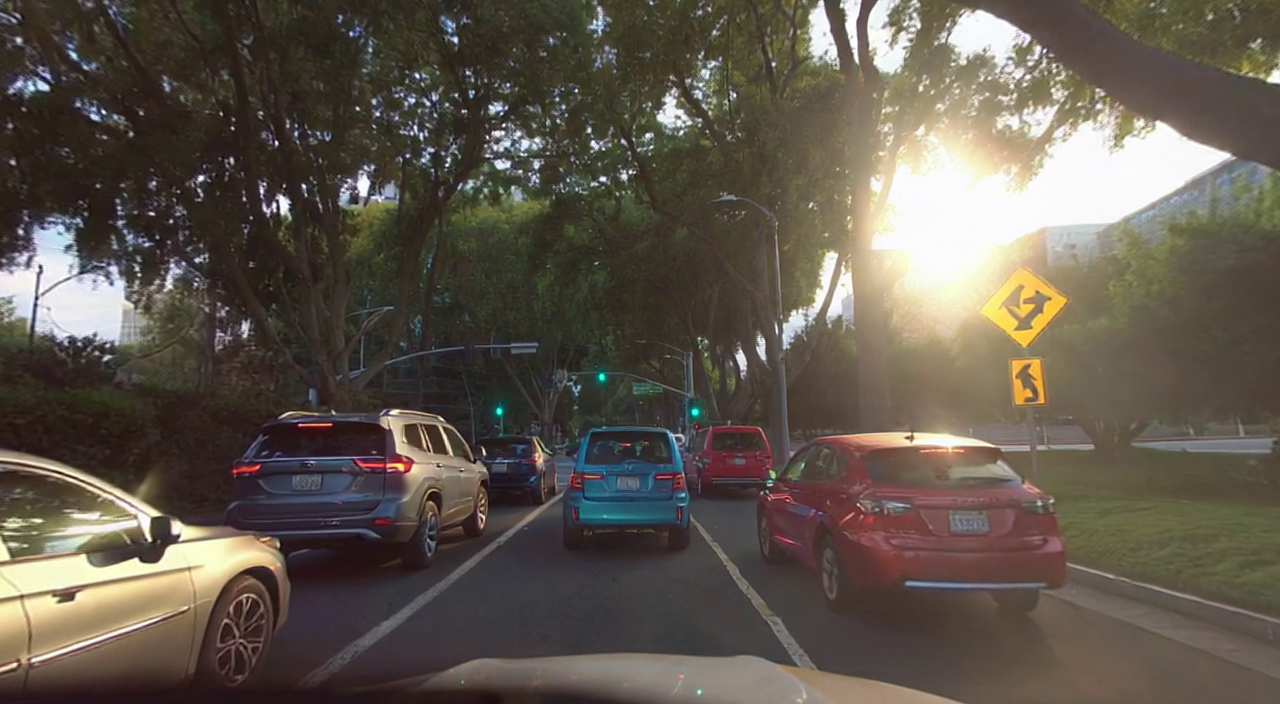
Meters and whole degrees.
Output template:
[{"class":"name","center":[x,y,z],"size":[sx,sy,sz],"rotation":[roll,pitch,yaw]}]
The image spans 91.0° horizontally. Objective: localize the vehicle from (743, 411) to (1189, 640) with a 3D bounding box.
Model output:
[{"class":"vehicle","center":[2.527,1.487,6.527],"size":[2.116,1.497,4.652],"rotation":[0,-8,0]}]

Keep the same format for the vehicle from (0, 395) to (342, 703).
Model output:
[{"class":"vehicle","center":[-2.924,0.837,1.613],"size":[1.974,1.484,4.716],"rotation":[0,-8,0]}]

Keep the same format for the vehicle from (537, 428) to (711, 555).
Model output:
[{"class":"vehicle","center":[-0.243,1.917,9.333],"size":[2.025,1.453,3.848],"rotation":[0,-8,-2]}]

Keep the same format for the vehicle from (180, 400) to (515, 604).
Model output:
[{"class":"vehicle","center":[-2.891,1.576,7.451],"size":[1.964,1.712,4.097],"rotation":[0,-8,0]}]
